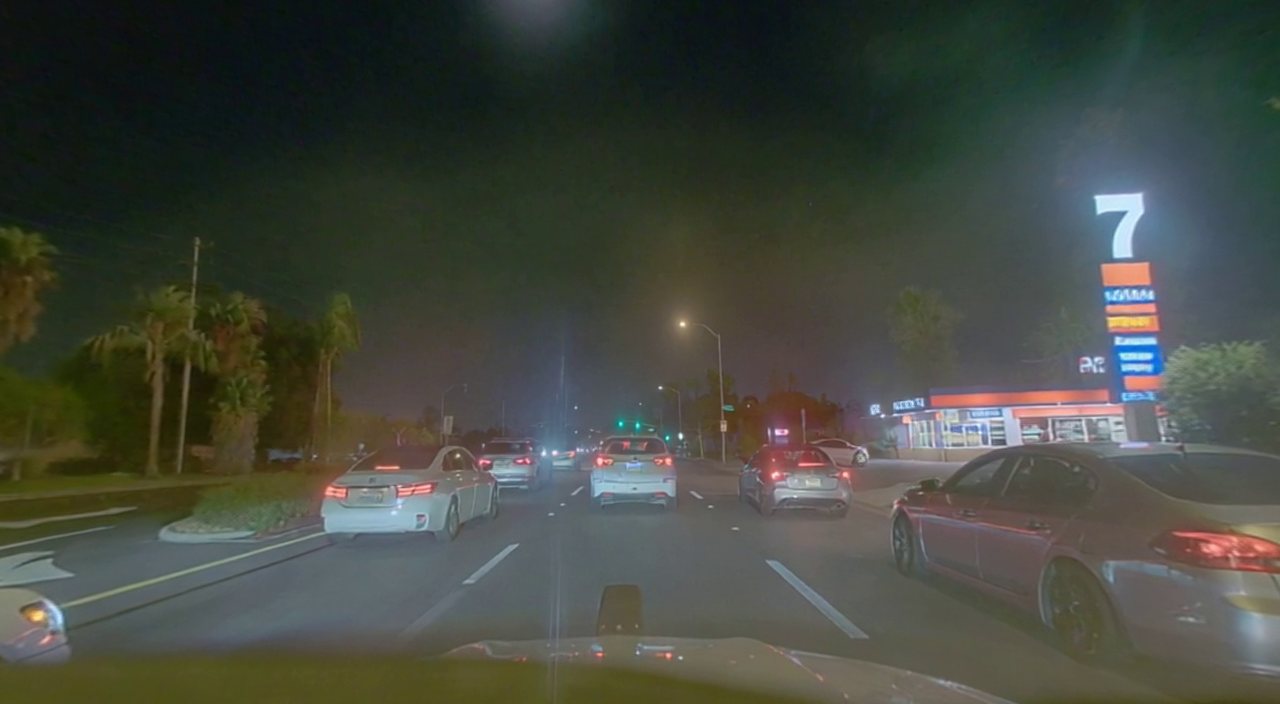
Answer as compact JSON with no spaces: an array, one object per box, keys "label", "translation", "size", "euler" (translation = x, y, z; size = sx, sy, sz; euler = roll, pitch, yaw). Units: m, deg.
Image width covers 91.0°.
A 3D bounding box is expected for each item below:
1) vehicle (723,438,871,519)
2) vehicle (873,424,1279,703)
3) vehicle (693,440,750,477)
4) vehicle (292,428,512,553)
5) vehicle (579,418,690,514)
[{"label":"vehicle","translation":[3.260,2.712,14.136],"size":[1.977,1.480,4.589],"euler":[0,-8,-2]},{"label":"vehicle","translation":[3.583,1.351,4.821],"size":[1.867,1.448,4.436],"euler":[0,-8,-1]},{"label":"vehicle","translation":[3.399,4.531,27.057],"size":[1.880,1.476,3.932],"euler":[0,-8,-1]},{"label":"vehicle","translation":[-3.330,1.998,9.824],"size":[1.864,1.505,4.202],"euler":[0,-8,-1]},{"label":"vehicle","translation":[-0.125,2.543,14.534],"size":[2.164,1.867,4.254],"euler":[0,-8,-1]}]
